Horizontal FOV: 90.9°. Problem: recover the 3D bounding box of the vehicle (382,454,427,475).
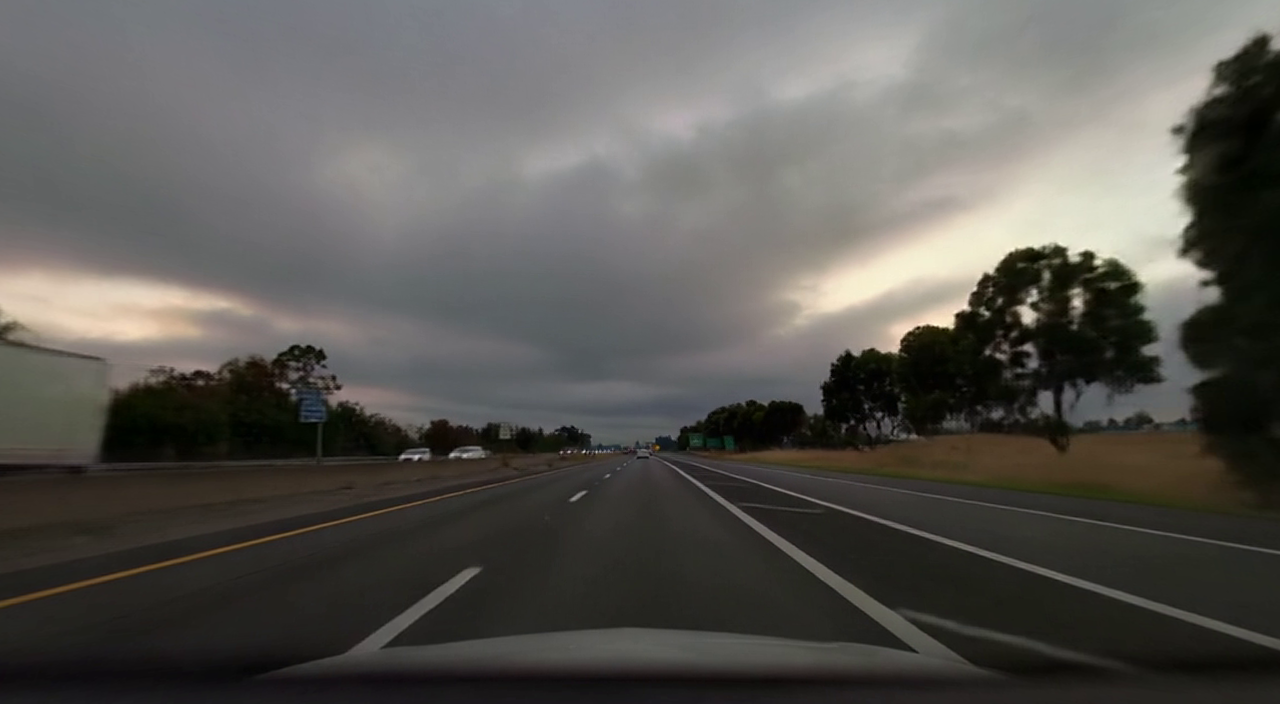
[{"bbox_3d":[-16.494,7.882,44.258,1.700,1.407,3.634,0,-9,0],"label":"vehicle"}]
